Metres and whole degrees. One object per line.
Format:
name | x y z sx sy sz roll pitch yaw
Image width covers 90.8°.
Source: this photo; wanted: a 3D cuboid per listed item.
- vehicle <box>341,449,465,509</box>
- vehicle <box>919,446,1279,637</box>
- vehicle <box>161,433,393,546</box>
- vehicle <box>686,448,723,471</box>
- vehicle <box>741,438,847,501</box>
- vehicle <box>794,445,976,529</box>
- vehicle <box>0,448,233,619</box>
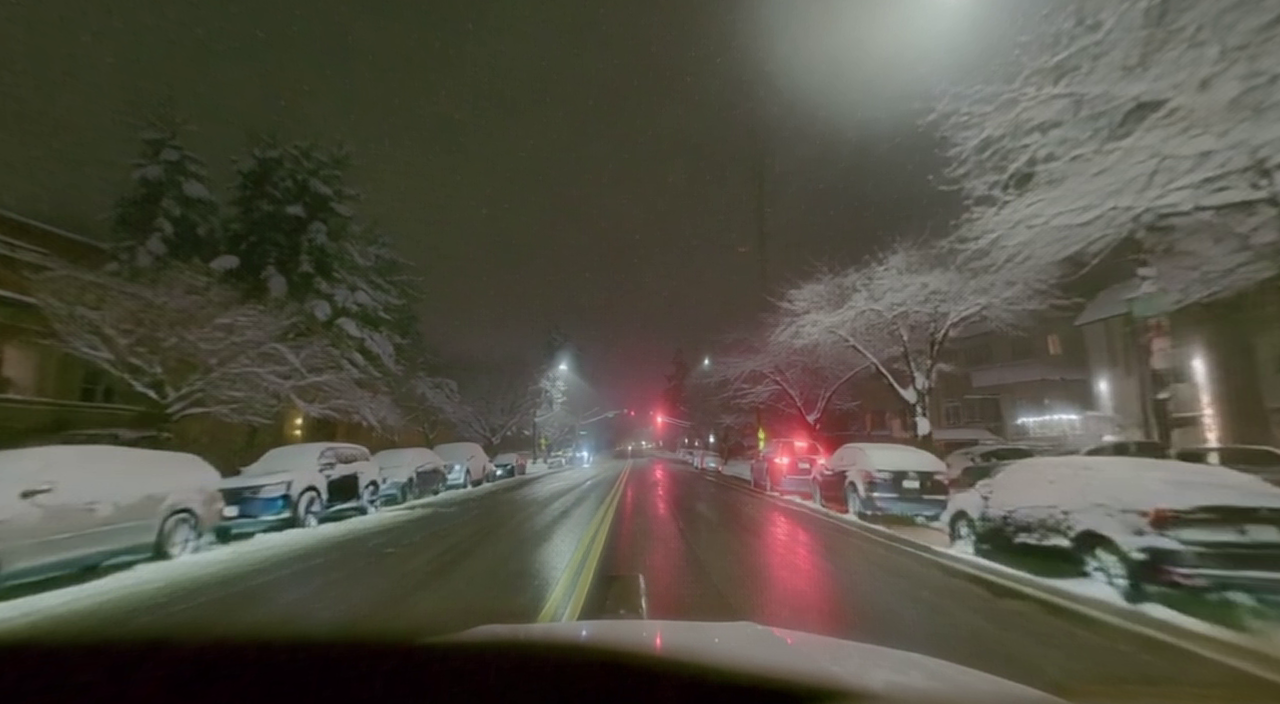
vehicle | -6.549 3.532 18.088 1.811 1.454 4.610 0 -9 -1
vehicle | 4.985 1.774 7.032 1.798 1.432 4.330 0 -9 0
vehicle | -6.578 2.493 12.198 1.904 1.727 4.530 0 -9 -2
vehicle | 4.550 7.658 45.175 1.955 1.536 4.395 0 -9 -3
vehicle | 4.560 3.550 19.546 1.992 1.703 4.503 0 -9 -2
vehicle | 4.938 2.754 13.615 1.830 1.477 4.684 0 -9 -3
vehicle | -6.576 1.749 6.511 1.809 1.499 4.358 0 -9 1
